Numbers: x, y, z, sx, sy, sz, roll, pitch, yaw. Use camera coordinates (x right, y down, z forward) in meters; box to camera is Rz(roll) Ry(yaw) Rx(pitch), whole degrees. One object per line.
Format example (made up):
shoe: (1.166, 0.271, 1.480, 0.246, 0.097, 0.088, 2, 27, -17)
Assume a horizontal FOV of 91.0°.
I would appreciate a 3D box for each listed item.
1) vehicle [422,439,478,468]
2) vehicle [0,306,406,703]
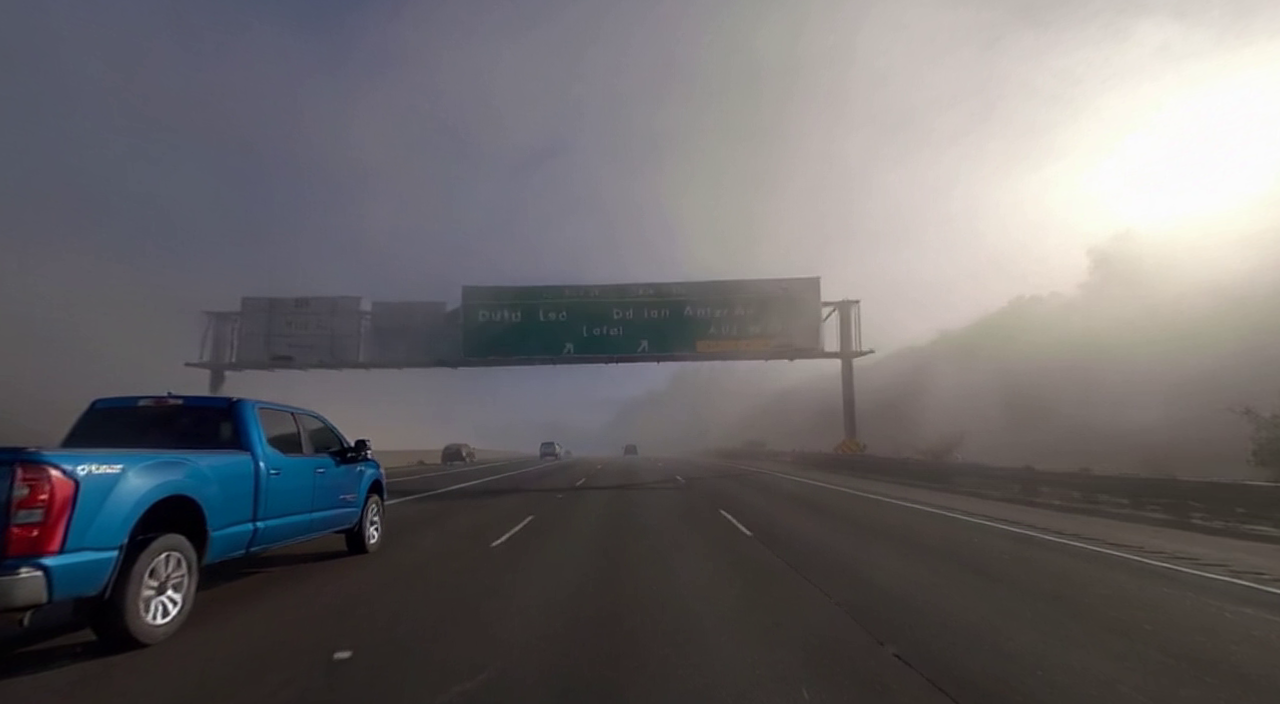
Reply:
vehicle: (-11.729, 6.294, 39.169, 2.106, 1.692, 4.458, 0, -8, -1)
vehicle: (-4.359, 1.118, 5.372, 2.339, 2.004, 6.171, 0, -8, 0)
